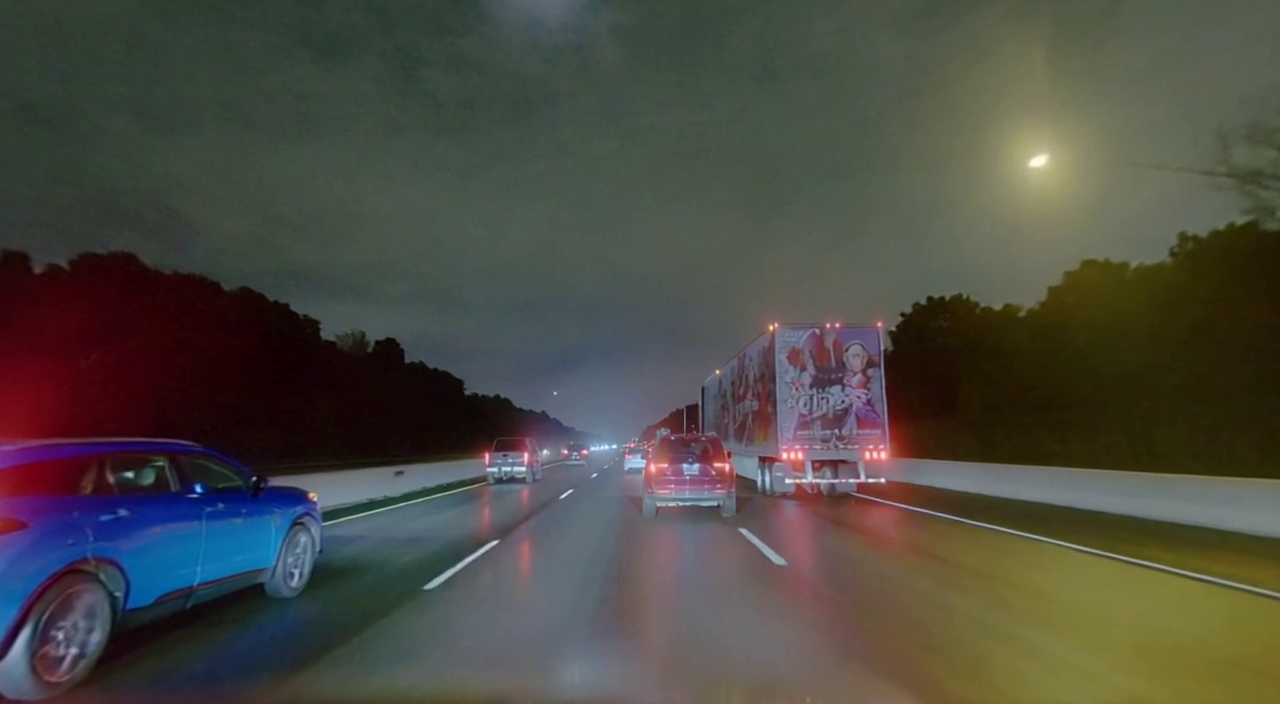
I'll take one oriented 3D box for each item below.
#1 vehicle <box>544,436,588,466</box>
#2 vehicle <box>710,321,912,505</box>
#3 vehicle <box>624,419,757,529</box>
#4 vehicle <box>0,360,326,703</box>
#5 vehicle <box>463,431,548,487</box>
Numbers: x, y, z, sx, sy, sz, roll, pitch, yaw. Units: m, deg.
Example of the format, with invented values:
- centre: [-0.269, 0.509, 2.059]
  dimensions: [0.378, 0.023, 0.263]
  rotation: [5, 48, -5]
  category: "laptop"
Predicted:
- centre: [-4.351, 5.934, 37.790]
  dimensions: [2.014, 1.683, 4.275]
  rotation: [0, -8, 1]
  category: "vehicle"
- centre: [4.548, 2.334, 21.082]
  dimensions: [2.828, 4.081, 14.220]
  rotation: [0, -8, 0]
  category: "vehicle"
- centre: [0.725, 2.115, 11.412]
  dimensions: [2.017, 1.662, 3.543]
  rotation: [0, -8, -1]
  category: "vehicle"
- centre: [-4.041, 0.991, 3.762]
  dimensions: [1.983, 1.666, 4.452]
  rotation: [0, -8, 0]
  category: "vehicle"
- centre: [-4.244, 3.423, 20.492]
  dimensions: [1.905, 1.642, 3.803]
  rotation: [0, -8, 1]
  category: "vehicle"
